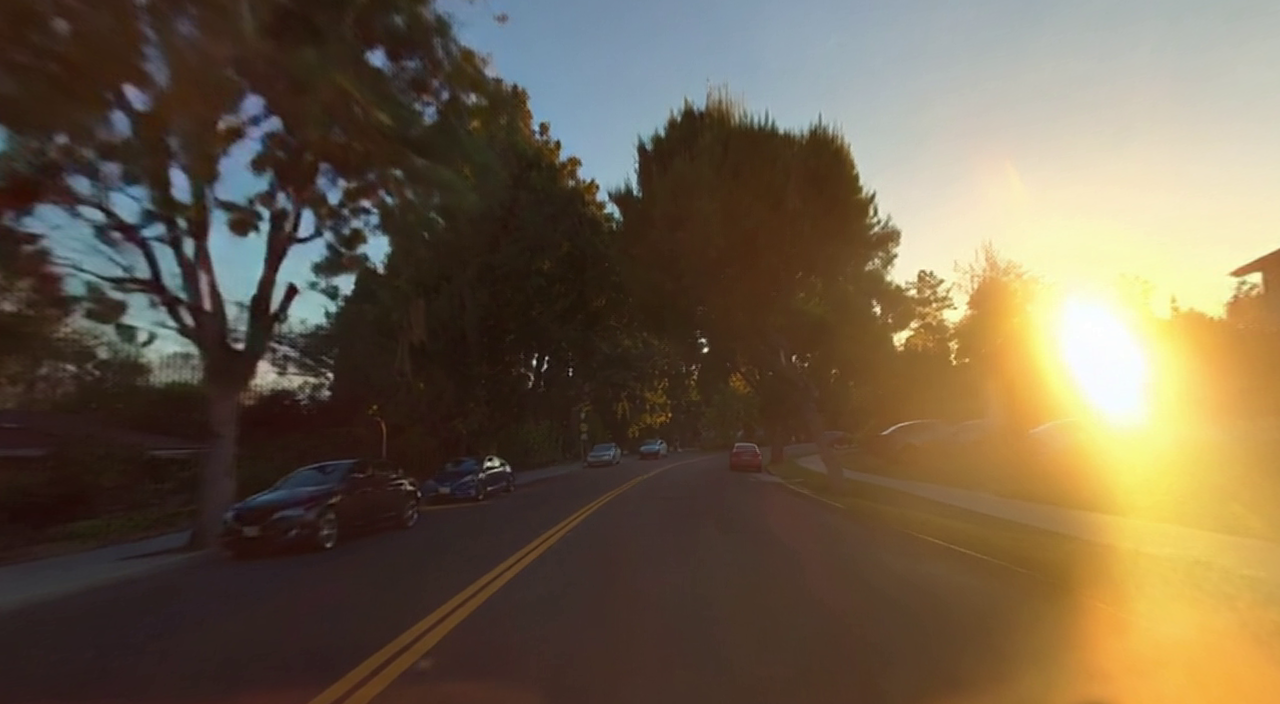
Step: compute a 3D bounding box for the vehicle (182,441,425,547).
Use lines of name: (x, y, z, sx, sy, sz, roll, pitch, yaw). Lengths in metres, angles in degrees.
vehicle: (-5.660, 2.568, 11.389, 1.886, 1.494, 4.149, -2, -13, 3)

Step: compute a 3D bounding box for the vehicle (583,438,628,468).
vehicle: (-2.138, 6.470, 40.184, 2.005, 1.557, 4.172, -3, -14, 8)

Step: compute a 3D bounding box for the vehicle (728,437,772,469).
vehicle: (5.570, 5.149, 32.404, 1.972, 1.460, 4.137, -2, -8, 7)

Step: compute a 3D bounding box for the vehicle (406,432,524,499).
vehicle: (-5.012, 3.494, 18.809, 1.972, 1.536, 4.347, -4, -15, 4)

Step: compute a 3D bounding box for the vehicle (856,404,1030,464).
vehicle: (10.444, 2.901, 22.188, 5.009, 1.906, 2.046, -2, -8, 8)

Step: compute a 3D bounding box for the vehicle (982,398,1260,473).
vehicle: (10.855, 1.924, 14.571, 4.744, 1.507, 1.953, -1, -7, 1)
